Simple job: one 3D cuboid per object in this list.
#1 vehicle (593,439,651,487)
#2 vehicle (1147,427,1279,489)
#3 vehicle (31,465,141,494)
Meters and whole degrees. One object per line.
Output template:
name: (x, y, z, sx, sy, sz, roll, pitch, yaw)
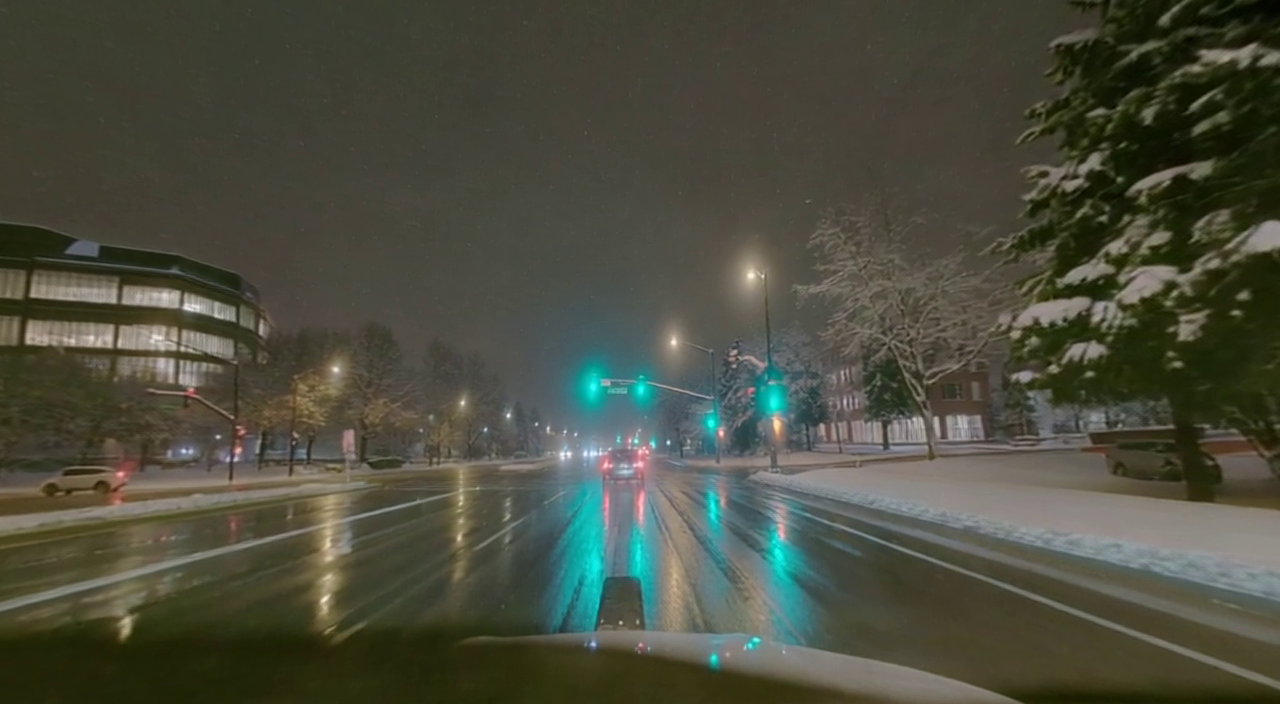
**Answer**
vehicle: (-0.700, 4.403, 25.325, 2.130, 1.711, 4.038, 0, -9, -1)
vehicle: (16.888, 2.879, 17.317, 4.129, 1.569, 2.103, 0, -9, 0)
vehicle: (-34.996, 8.047, 39.986, 4.884, 1.736, 2.049, 0, -9, -1)
